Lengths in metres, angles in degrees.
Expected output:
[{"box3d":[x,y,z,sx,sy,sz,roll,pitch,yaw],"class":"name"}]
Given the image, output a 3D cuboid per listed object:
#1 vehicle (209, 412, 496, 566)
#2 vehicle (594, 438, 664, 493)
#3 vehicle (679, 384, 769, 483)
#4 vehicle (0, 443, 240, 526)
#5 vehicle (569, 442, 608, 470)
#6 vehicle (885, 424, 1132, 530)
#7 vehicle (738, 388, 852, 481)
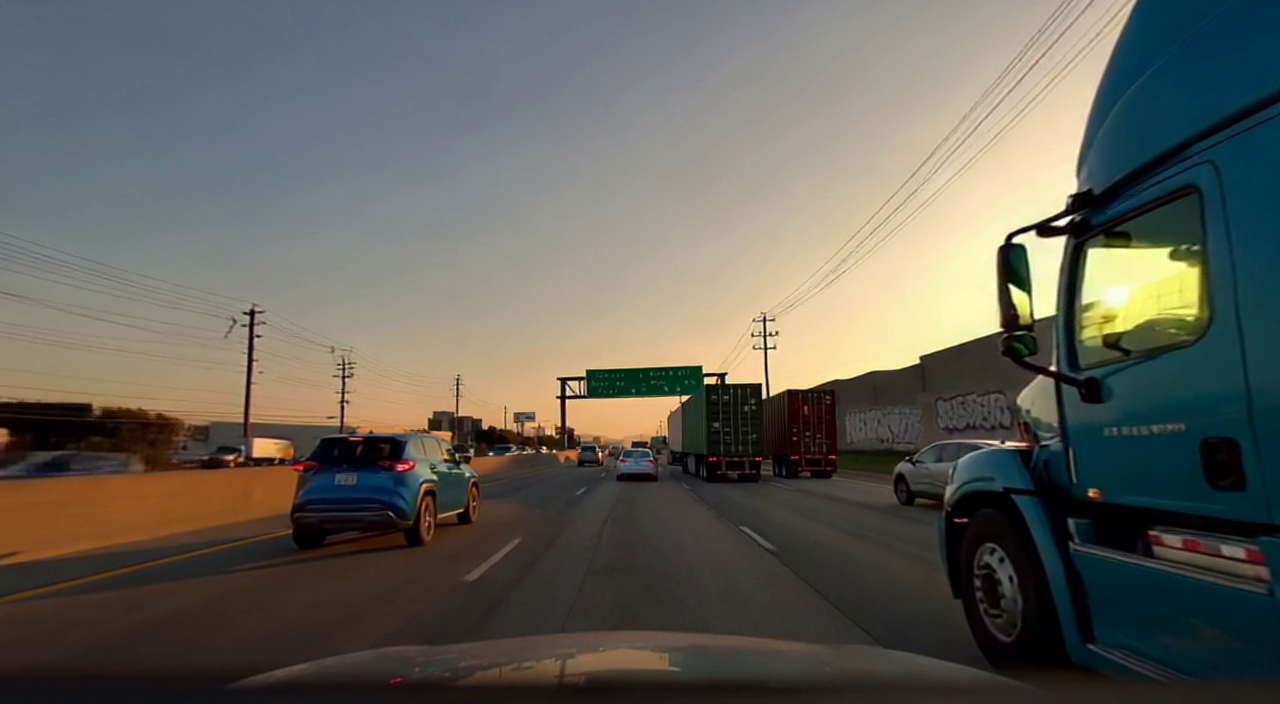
[{"box3d":[-3.939,1.977,9.851,2.264,1.804,4.584,0,-9,0],"class":"vehicle"},{"box3d":[-0.346,3.882,21.891,2.191,1.685,4.015,0,-9,0],"class":"vehicle"},{"box3d":[3.857,4.350,32.669,2.800,4.039,13.179,0,-9,0],"class":"vehicle"},{"box3d":[-10.968,2.729,13.621,1.902,1.474,4.259,0,-9,-1],"class":"vehicle"},{"box3d":[-3.439,7.091,43.129,2.243,1.820,4.473,0,-9,1],"class":"vehicle"},{"box3d":[7.041,2.435,12.874,2.202,1.731,4.628,0,-9,0],"class":"vehicle"},{"box3d":[7.743,4.585,34.039,2.868,4.017,12.827,0,-9,0],"class":"vehicle"}]
